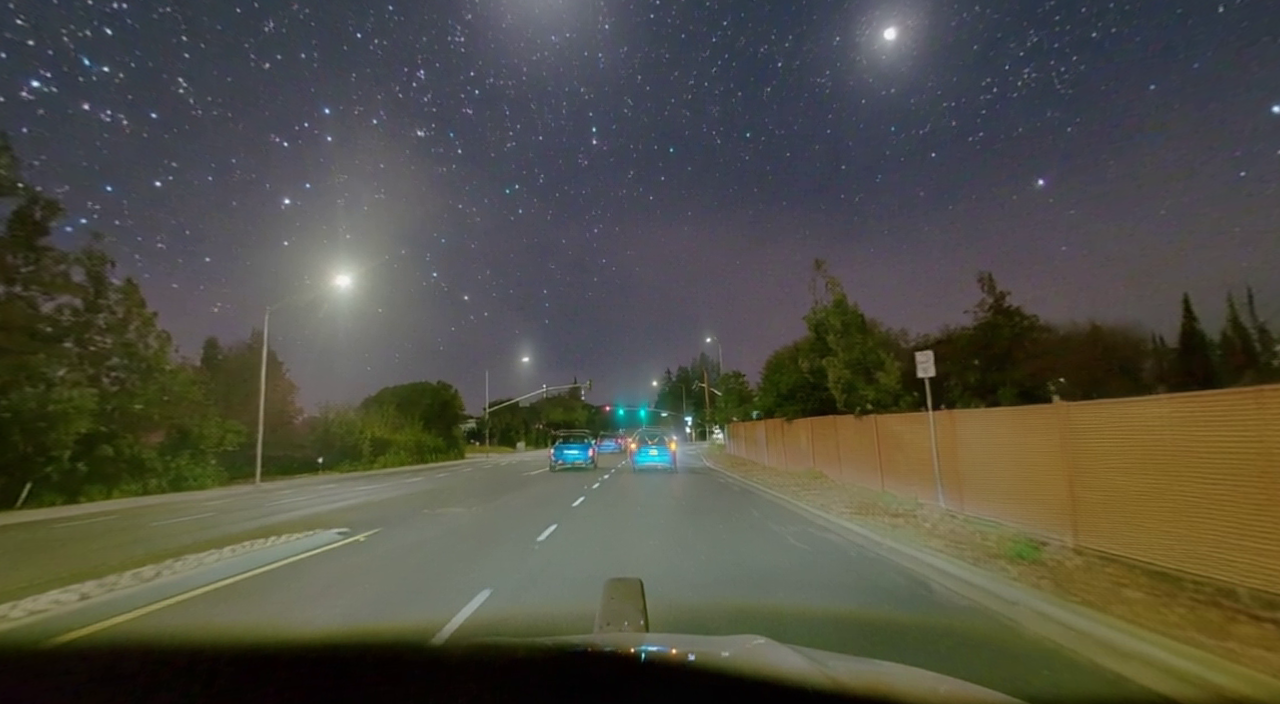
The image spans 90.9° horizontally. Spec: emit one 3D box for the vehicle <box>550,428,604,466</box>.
[{"bbox_3d":[-3.069,4.737,31.536,2.190,1.766,4.394,0,-8,1],"label":"vehicle"}]

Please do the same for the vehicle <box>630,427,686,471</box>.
[{"bbox_3d":[0.712,4.031,26.221,2.127,1.665,3.993,0,-8,1],"label":"vehicle"}]
